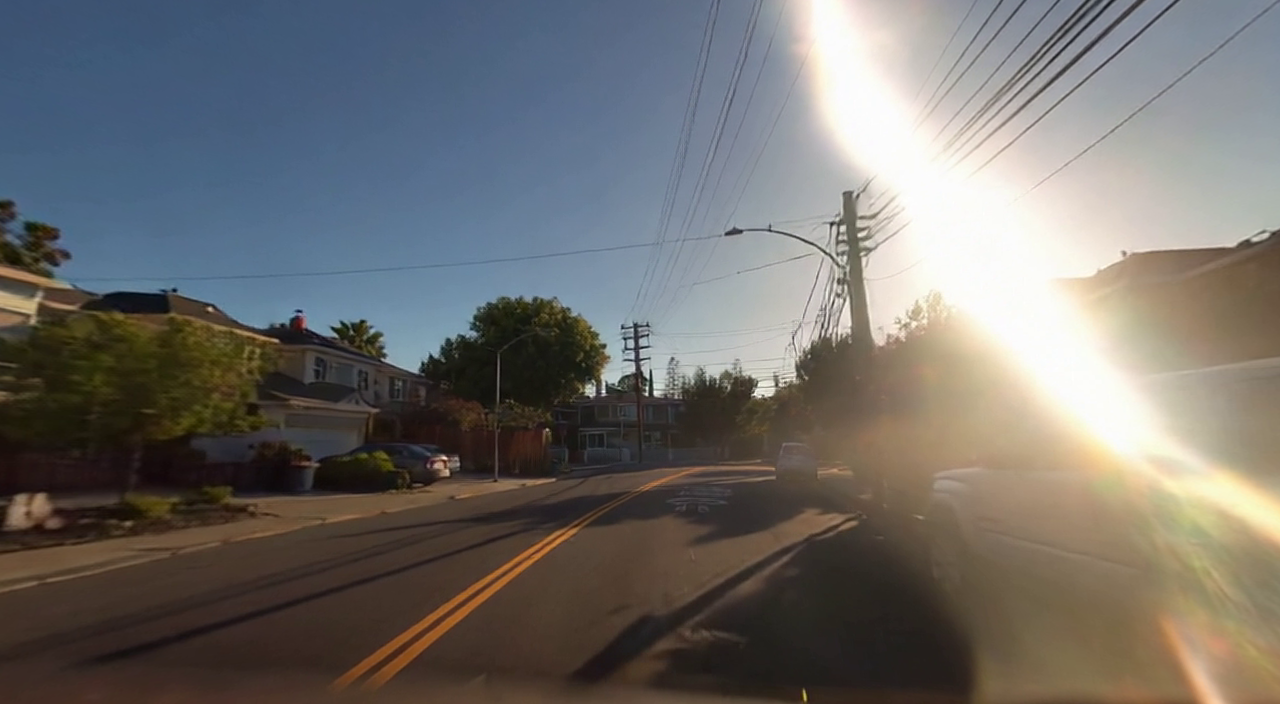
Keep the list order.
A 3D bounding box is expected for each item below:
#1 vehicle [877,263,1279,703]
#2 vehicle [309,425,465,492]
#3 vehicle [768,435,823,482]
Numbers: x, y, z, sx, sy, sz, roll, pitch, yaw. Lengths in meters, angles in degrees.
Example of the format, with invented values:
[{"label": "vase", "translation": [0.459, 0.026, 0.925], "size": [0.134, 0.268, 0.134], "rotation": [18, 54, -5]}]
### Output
[{"label": "vehicle", "translation": [3.280, 0.742, 2.528], "size": [2.273, 1.938, 6.400], "rotation": [0, -9, 1]}, {"label": "vehicle", "translation": [-9.925, 4.160, 24.977], "size": [5.228, 2.041, 2.023], "rotation": [4, -8, 9]}, {"label": "vehicle", "translation": [6.795, 4.636, 27.773], "size": [2.070, 1.847, 4.457], "rotation": [-2, -9, 13]}]
